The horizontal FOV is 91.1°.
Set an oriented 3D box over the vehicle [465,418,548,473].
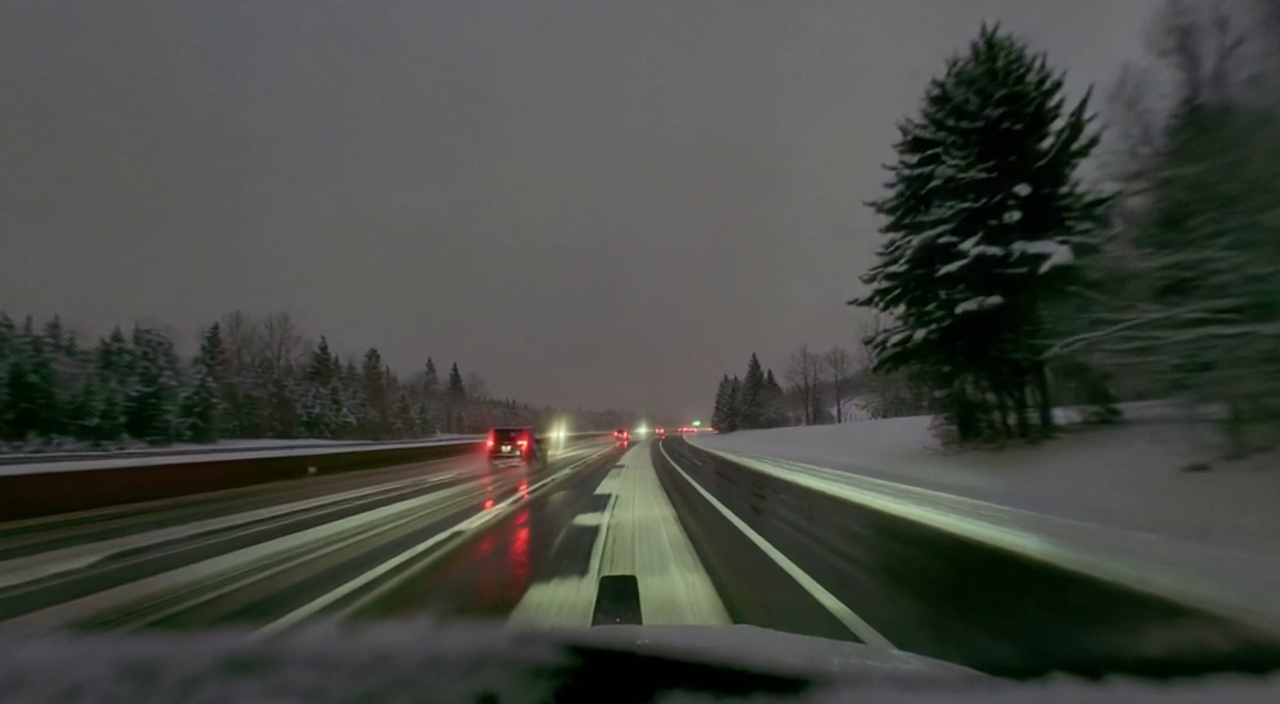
[{"bbox_3d":[-4.547,3.262,22.131,1.980,1.721,4.419,0,-8,0],"label":"vehicle"}]
